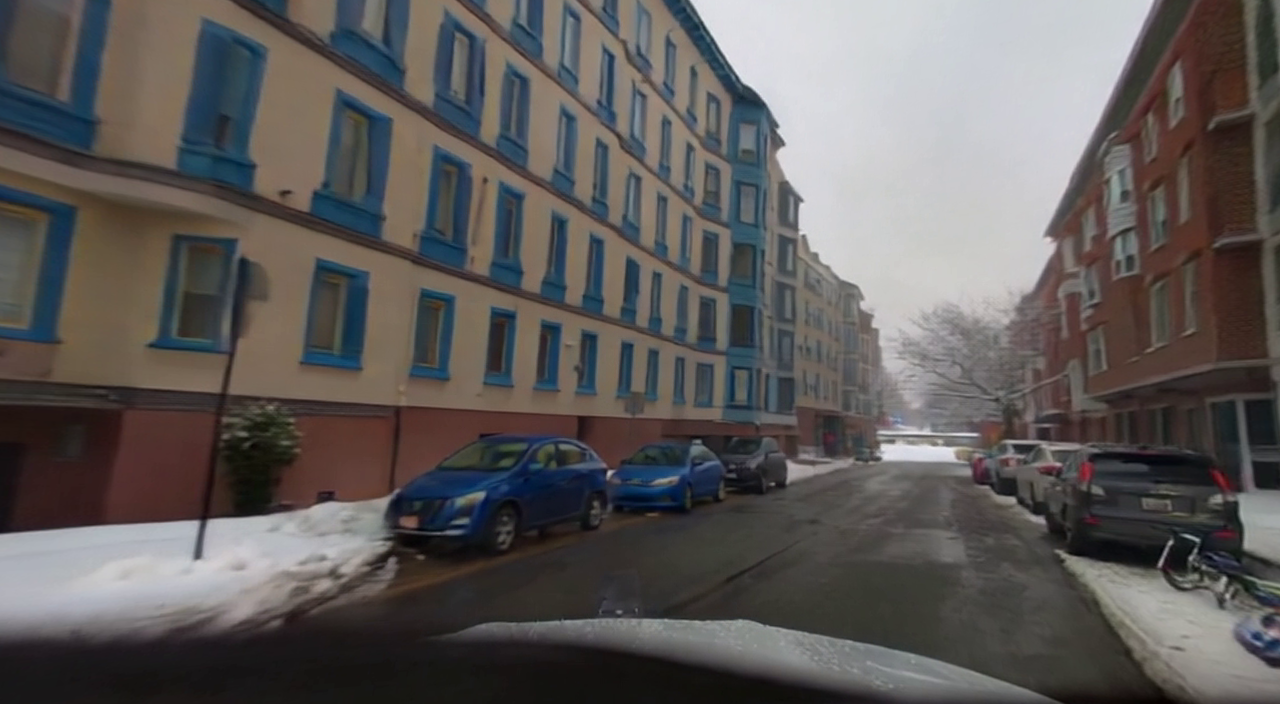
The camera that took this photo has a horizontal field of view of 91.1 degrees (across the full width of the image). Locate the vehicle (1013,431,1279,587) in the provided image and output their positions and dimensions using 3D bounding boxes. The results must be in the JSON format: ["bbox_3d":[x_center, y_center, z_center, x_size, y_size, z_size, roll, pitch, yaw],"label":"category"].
[{"bbox_3d":[6.753,1.950,8.923,1.883,1.615,4.234,-3,-8,23],"label":"vehicle"}]

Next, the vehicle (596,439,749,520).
[{"bbox_3d":[0.894,2.645,13.811,1.830,1.427,4.294,-4,-8,25],"label":"vehicle"}]

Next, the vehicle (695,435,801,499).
[{"bbox_3d":[3.290,3.257,18.495,1.942,1.629,4.302,-4,-8,25],"label":"vehicle"}]

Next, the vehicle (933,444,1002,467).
[{"bbox_3d":[22.373,7.089,43.095,3.657,1.475,1.930,-1,-8,5],"label":"vehicle"}]

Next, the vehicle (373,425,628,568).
[{"bbox_3d":[-1.667,1.802,8.706,1.719,1.519,3.414,-3,-8,23],"label":"vehicle"}]

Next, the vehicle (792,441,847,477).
[{"bbox_3d":[8.562,5.016,29.796,1.840,1.493,3.761,-4,-8,25],"label":"vehicle"}]
